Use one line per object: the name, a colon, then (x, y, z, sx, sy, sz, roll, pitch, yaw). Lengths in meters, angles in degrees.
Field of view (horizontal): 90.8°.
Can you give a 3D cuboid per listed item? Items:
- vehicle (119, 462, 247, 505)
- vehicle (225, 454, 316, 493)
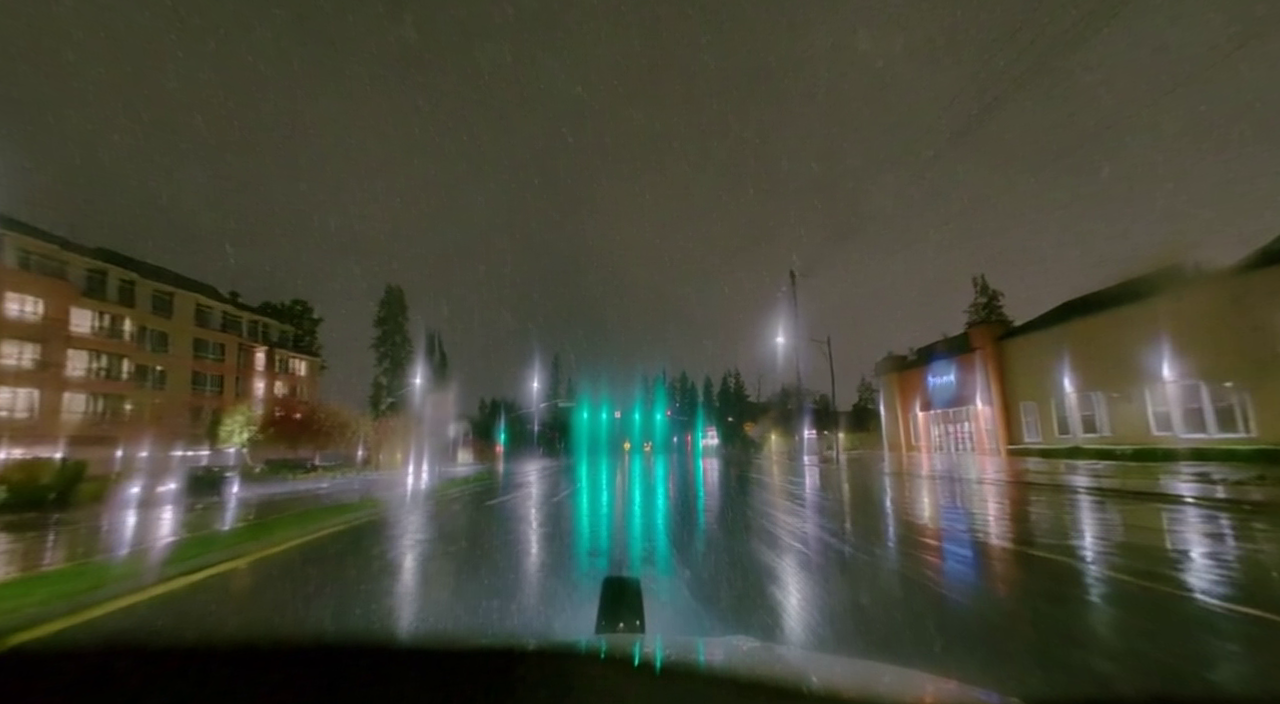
vehicle: (-19.079, 5.481, 26.740, 1.925, 1.485, 4.821, 0, -9, -2)
vehicle: (-19.176, 6.290, 33.079, 1.976, 1.766, 4.677, -1, -9, -1)
